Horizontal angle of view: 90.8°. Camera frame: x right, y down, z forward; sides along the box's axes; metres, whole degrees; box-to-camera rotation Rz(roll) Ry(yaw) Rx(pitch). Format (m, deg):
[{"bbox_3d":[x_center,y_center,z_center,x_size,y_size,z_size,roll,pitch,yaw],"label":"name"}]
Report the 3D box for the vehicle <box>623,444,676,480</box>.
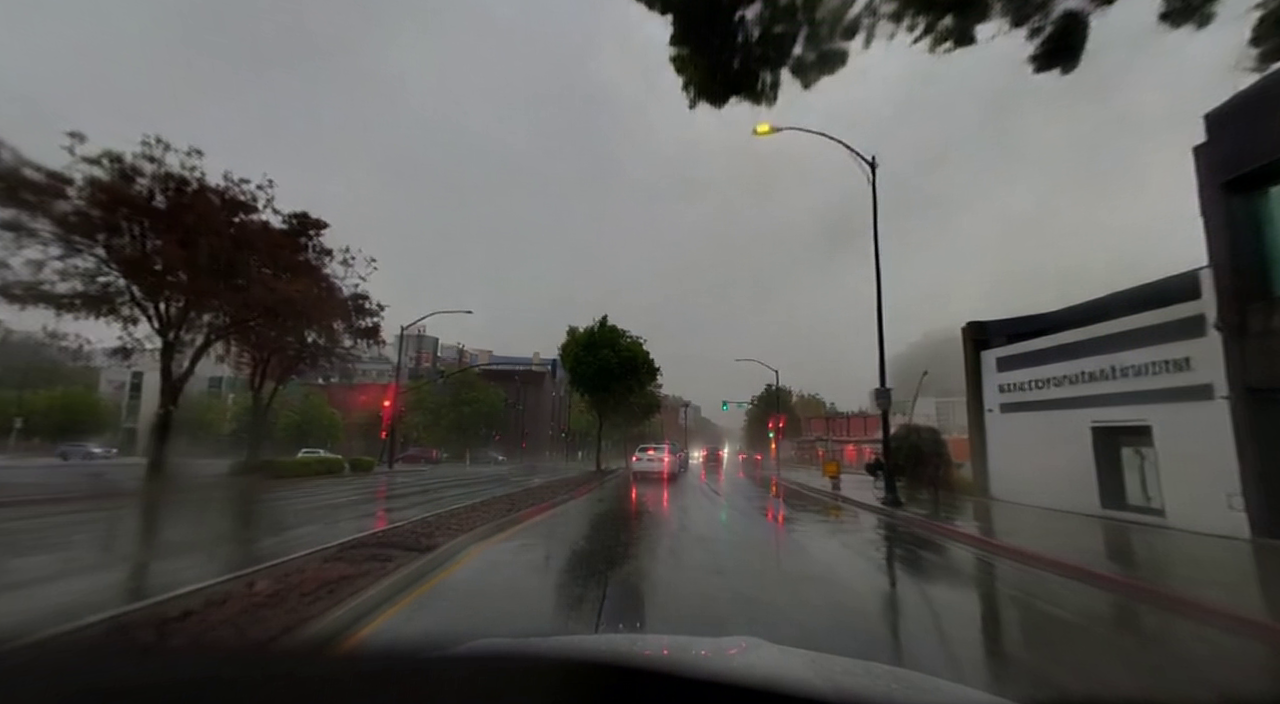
[{"bbox_3d":[0.493,4.941,28.664,2.173,1.479,4.264,-1,-9,4],"label":"vehicle"}]
